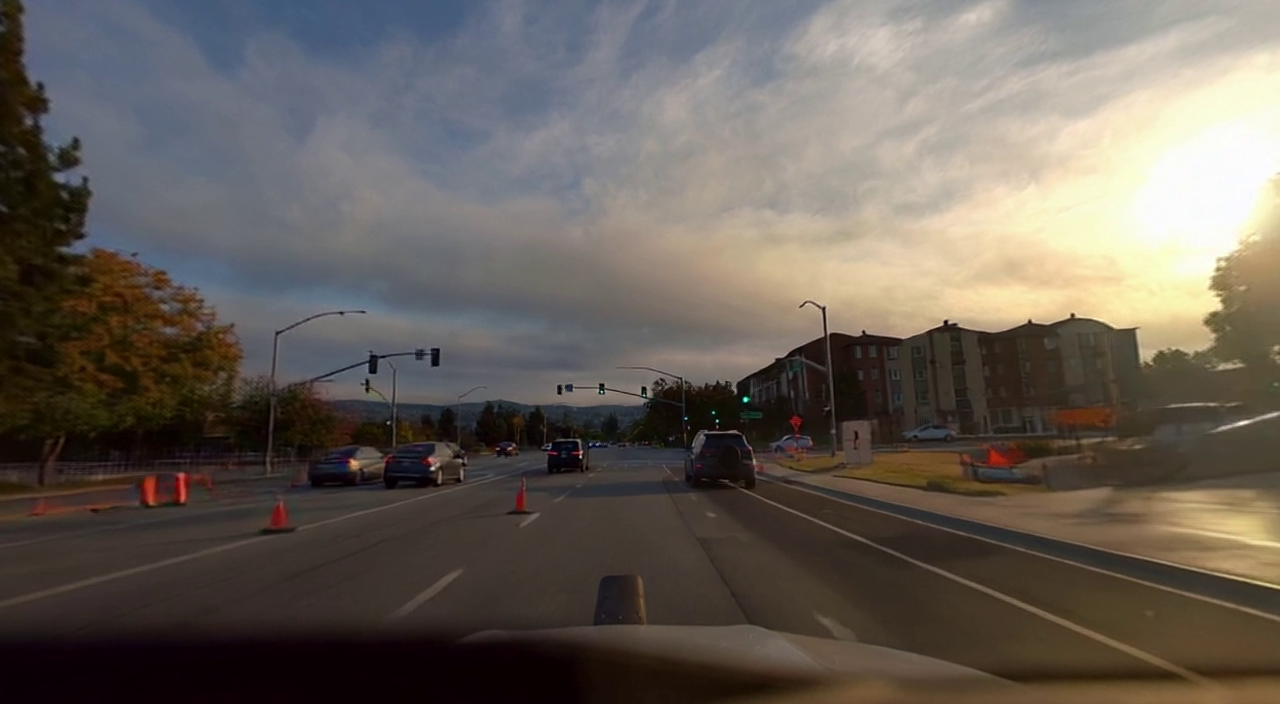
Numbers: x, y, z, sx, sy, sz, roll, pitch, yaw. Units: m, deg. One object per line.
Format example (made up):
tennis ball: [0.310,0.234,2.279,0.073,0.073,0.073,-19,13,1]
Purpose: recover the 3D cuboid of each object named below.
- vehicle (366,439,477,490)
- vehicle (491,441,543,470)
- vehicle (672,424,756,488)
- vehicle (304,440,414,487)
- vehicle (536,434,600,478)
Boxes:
vehicle: [-7.049,3.668,21.002,1.928,1.488,4.635,0,-8,1]
vehicle: [-6.597,5.565,34.185,1.993,1.492,3.666,0,-8,1]
vehicle: [2.249,3.336,20.523,2.197,1.835,4.316,0,-8,0]
vehicle: [-9.872,3.934,22.647,1.874,1.492,4.475,0,-8,0]
vehicle: [-2.867,4.268,26.128,2.121,1.654,3.993,0,-8,1]
